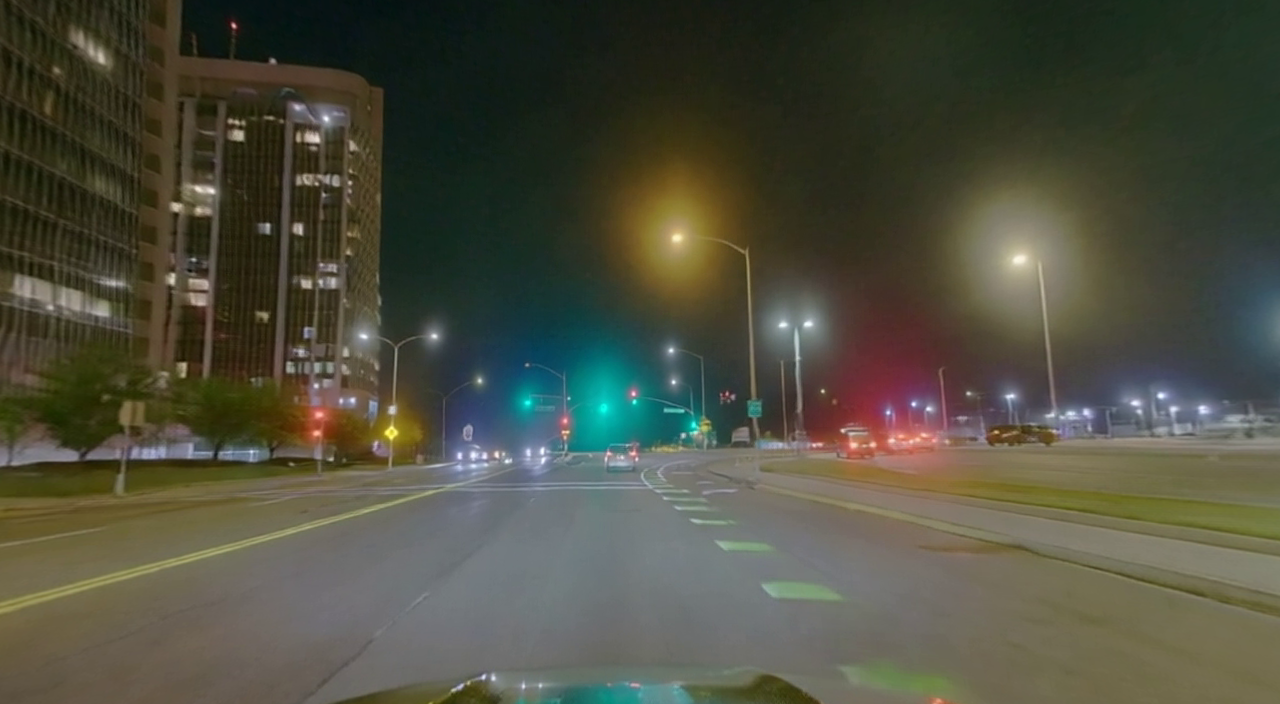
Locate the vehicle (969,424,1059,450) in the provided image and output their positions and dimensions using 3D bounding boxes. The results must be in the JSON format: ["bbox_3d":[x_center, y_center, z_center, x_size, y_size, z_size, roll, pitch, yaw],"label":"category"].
[{"bbox_3d":[28.815,6.587,48.845,5.442,1.924,2.330,1,-8,0],"label":"vehicle"}]

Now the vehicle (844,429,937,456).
[{"bbox_3d":[14.093,5.116,35.685,4.486,1.494,1.802,-1,-8,4],"label":"vehicle"}]

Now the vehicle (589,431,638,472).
[{"bbox_3d":[-1.225,4.870,31.074,2.230,1.827,4.298,0,-8,0],"label":"vehicle"}]
